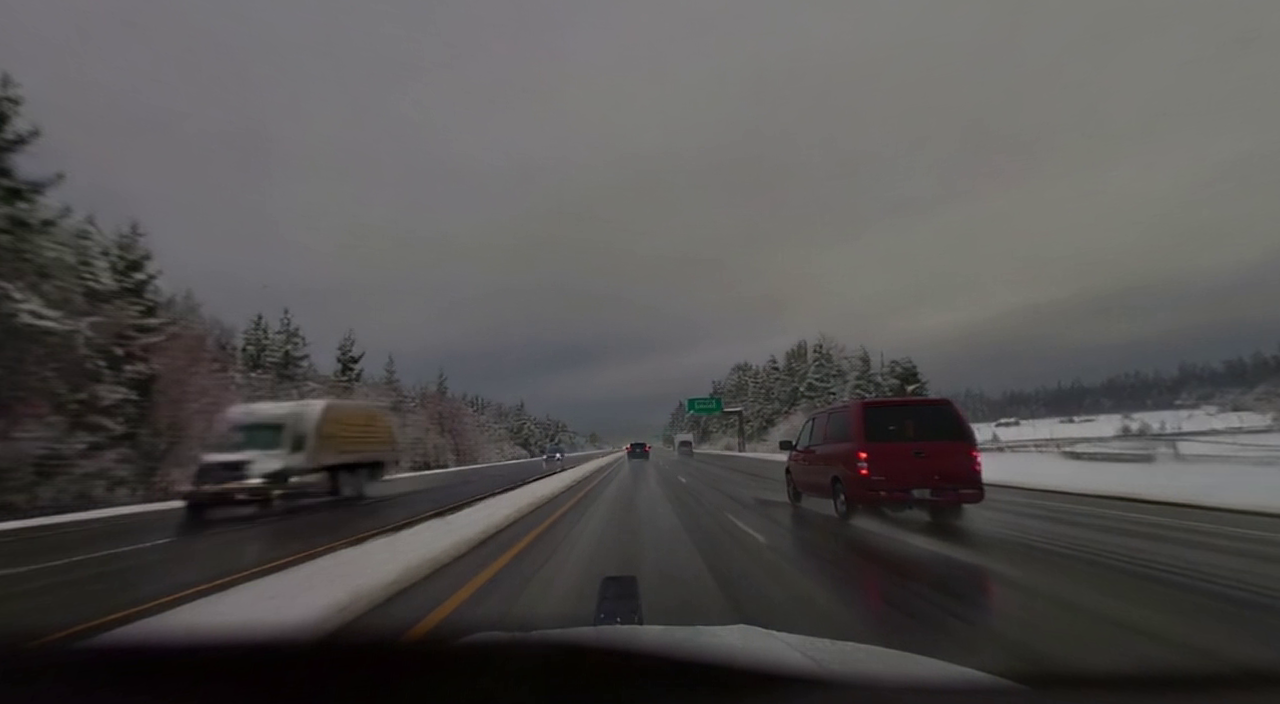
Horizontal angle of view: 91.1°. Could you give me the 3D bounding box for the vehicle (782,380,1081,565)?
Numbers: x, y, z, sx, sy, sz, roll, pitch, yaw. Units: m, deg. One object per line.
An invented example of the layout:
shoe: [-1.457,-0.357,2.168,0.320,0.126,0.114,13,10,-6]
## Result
vehicle: [3.687,1.650,9.183,1.981,1.984,4.623,0,-9,-2]

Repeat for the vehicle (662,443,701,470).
vehicle: [2.656,6.826,41.148,2.123,1.620,4.959,0,-9,-1]

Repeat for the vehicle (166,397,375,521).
vehicle: [-11.025,3.276,19.697,2.562,3.204,6.384,0,-9,0]
